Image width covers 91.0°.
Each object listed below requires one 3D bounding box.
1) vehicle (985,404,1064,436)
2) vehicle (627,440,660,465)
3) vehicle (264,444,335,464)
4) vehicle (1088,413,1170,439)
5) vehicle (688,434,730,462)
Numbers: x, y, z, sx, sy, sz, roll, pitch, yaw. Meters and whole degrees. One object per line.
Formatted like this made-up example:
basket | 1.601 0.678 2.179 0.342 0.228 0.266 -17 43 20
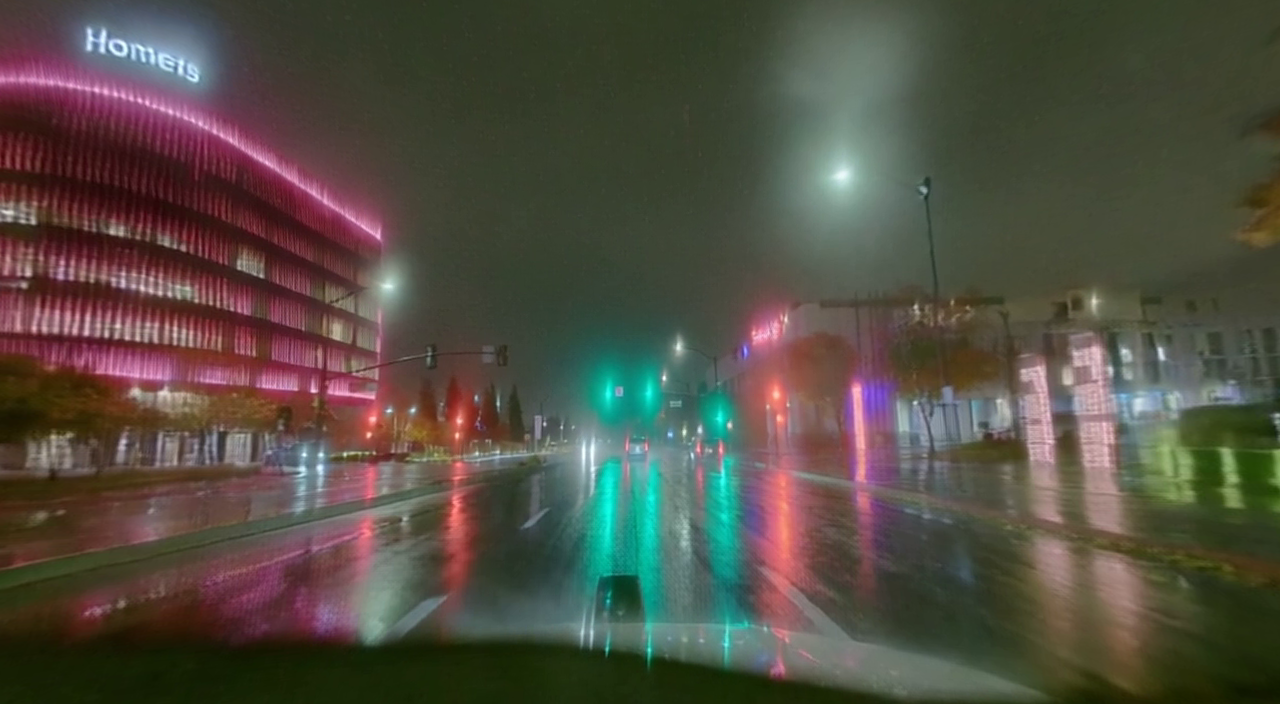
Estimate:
vehicle | 23.431 4.249 38.650 1.887 1.635 4.695 1 -10 0
vehicle | 0.172 6.633 41.576 2.014 1.525 4.197 1 -9 -2
vehicle | -26.819 8.033 49.716 4.500 1.555 1.913 0 -9 3
vehicle | 30.436 4.671 39.371 1.729 1.507 4.279 -1 -8 1
vehicle | 4.534 6.461 42.202 2.174 1.749 4.739 1 -9 -2
